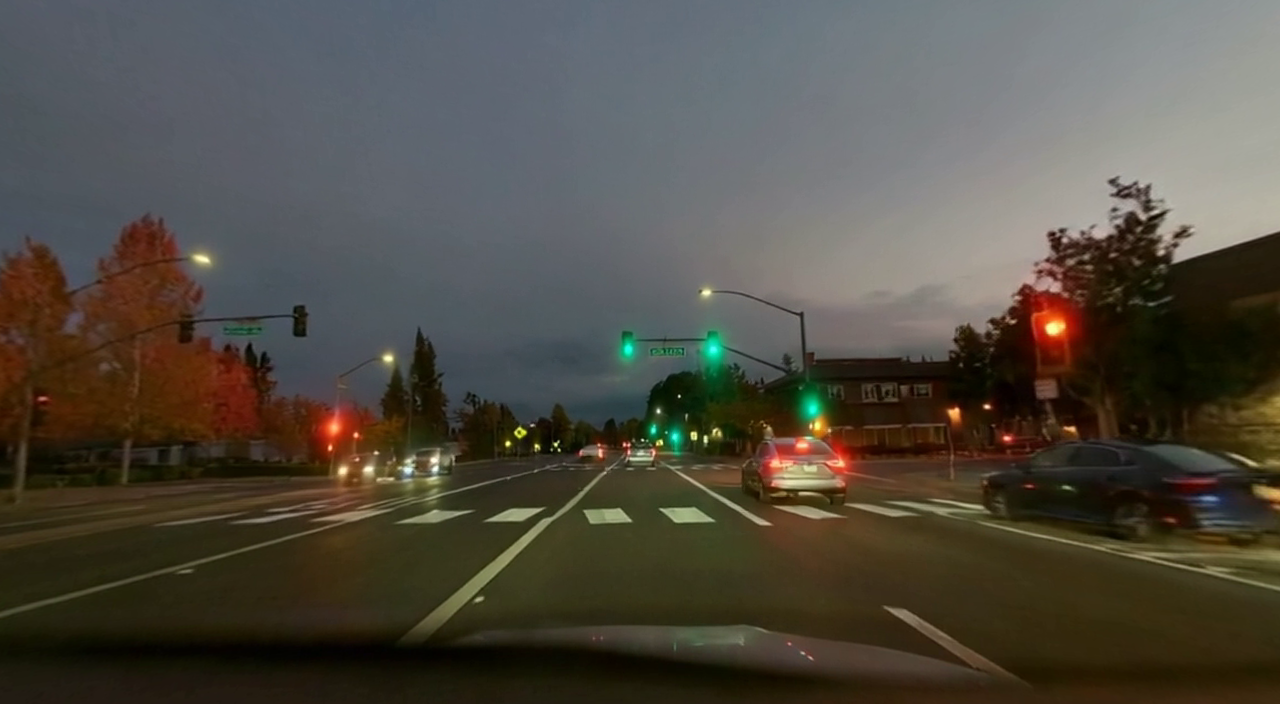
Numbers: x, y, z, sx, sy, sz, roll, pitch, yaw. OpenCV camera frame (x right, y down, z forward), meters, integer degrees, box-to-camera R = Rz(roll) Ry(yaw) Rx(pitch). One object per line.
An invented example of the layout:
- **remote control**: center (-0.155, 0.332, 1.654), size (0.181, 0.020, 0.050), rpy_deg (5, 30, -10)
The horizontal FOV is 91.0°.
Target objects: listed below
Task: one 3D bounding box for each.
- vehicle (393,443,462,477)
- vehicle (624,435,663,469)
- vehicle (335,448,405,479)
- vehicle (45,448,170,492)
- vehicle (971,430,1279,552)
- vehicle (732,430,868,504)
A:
- **vehicle**: center (-11.933, 6.060, 35.700), size (2.092, 1.790, 4.960), rpy_deg (0, -9, 1)
- **vehicle**: center (0.167, 6.005, 37.985), size (2.239, 1.856, 4.815), rpy_deg (0, -8, -1)
- **vehicle**: center (-15.825, 6.538, 37.207), size (2.028, 1.680, 4.415), rpy_deg (0, -9, 2)
- **vehicle**: center (-35.235, 7.762, 41.807), size (5.947, 2.769, 2.763), rpy_deg (-1, -9, 6)
- **vehicle**: center (7.152, 2.019, 9.806), size (1.852, 1.494, 3.850), rpy_deg (0, -9, 0)
- **vehicle**: center (3.693, 2.756, 15.498), size (2.178, 1.546, 4.311), rpy_deg (0, -8, 0)
